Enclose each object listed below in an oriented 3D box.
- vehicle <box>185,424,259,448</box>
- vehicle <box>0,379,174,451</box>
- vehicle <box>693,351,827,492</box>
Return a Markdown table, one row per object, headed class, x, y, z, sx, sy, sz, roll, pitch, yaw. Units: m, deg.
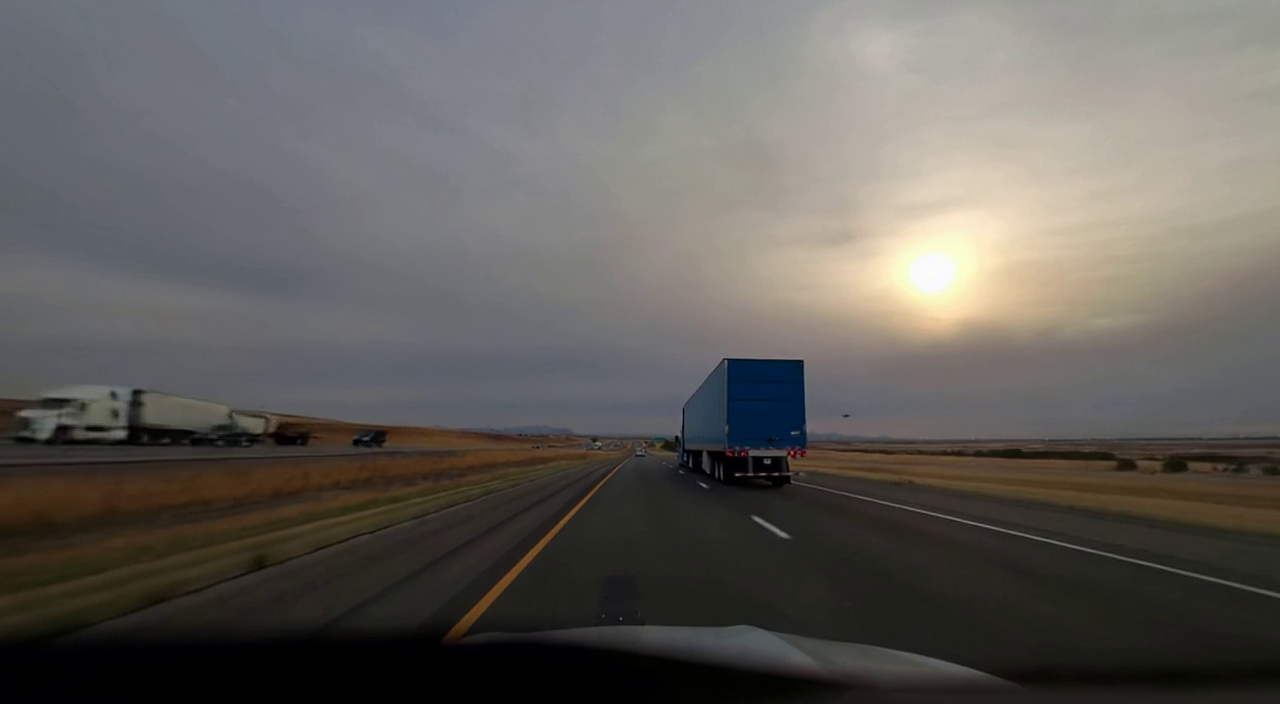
| class | x | y | z | sx | sy | sz | roll | pitch | yaw |
| --- | --- | --- | --- | --- | --- | --- | --- | --- | --- |
| vehicle | -29.273 | 5.948 | 44.297 | 1.998 | 1.559 | 4.581 | 0 | -9 | 1 |
| vehicle | -33.536 | 4.074 | 38.509 | 2.998 | 3.840 | 8.986 | 0 | -9 | 0 |
| vehicle | 4.082 | 3.027 | 25.201 | 2.818 | 4.206 | 12.987 | 0 | -9 | 0 |
